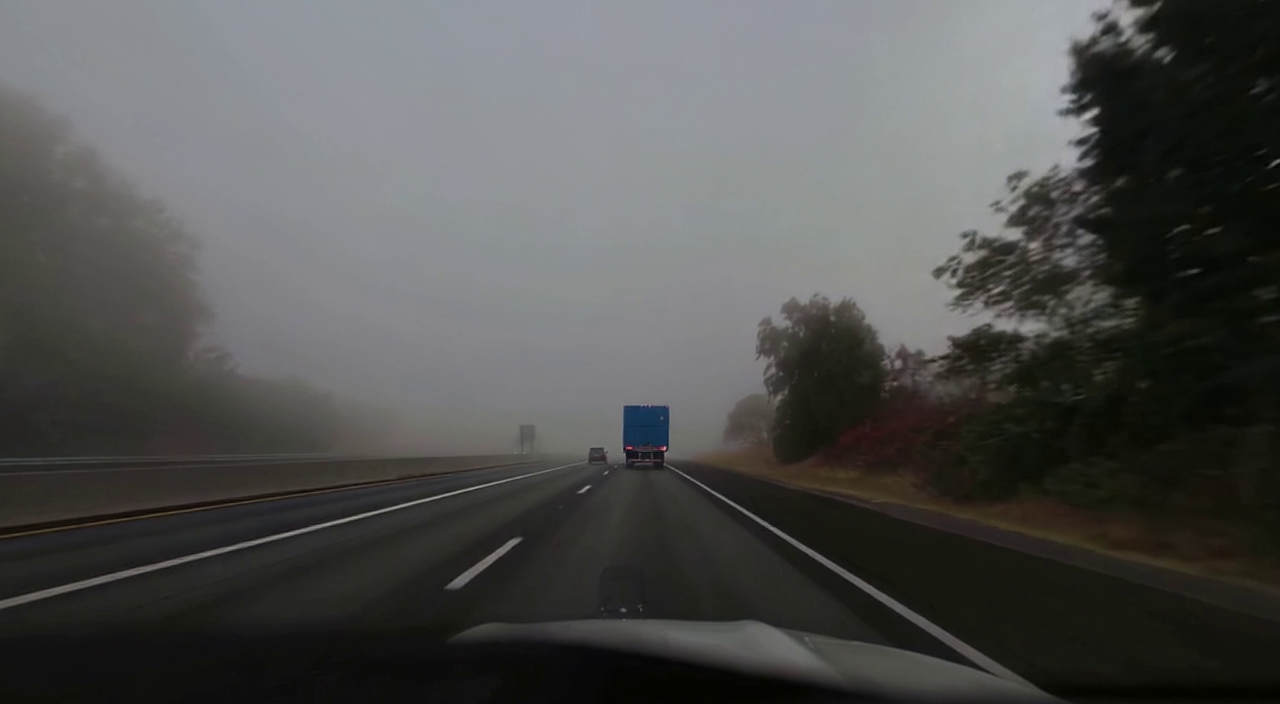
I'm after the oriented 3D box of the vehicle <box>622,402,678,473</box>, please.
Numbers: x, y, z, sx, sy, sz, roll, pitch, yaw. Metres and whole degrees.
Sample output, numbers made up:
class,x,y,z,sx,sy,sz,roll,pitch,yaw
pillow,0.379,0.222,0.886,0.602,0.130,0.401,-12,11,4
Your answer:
class,x,y,z,sx,sy,sz,roll,pitch,yaw
vehicle,0.410,5.694,41.149,3.055,4.009,10.972,0,-9,-2
